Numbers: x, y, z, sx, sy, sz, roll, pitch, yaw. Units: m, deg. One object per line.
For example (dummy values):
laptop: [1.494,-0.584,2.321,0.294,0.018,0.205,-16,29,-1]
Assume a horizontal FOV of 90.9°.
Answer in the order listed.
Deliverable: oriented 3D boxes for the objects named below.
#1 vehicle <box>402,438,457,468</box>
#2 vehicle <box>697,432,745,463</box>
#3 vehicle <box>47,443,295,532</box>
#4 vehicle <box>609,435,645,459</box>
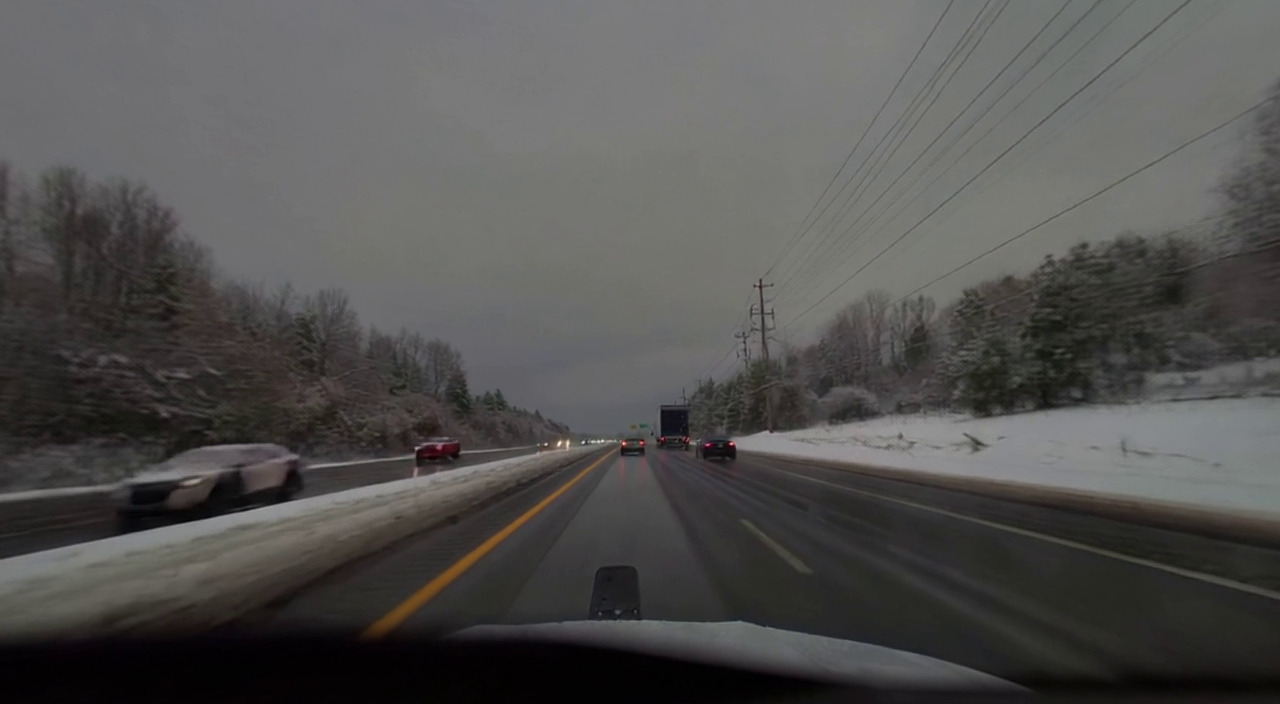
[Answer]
vehicle: [-13.421,6.451,40.471,2.119,1.787,4.146,0,-8,0]
vehicle: [4.258,5.049,33.607,1.930,1.573,3.853,0,-8,-2]
vehicle: [-9.560,2.736,13.420,2.106,1.511,4.134,0,-8,-1]
vehicle: [-0.816,6.056,40.416,2.163,1.466,3.693,0,-8,-1]
